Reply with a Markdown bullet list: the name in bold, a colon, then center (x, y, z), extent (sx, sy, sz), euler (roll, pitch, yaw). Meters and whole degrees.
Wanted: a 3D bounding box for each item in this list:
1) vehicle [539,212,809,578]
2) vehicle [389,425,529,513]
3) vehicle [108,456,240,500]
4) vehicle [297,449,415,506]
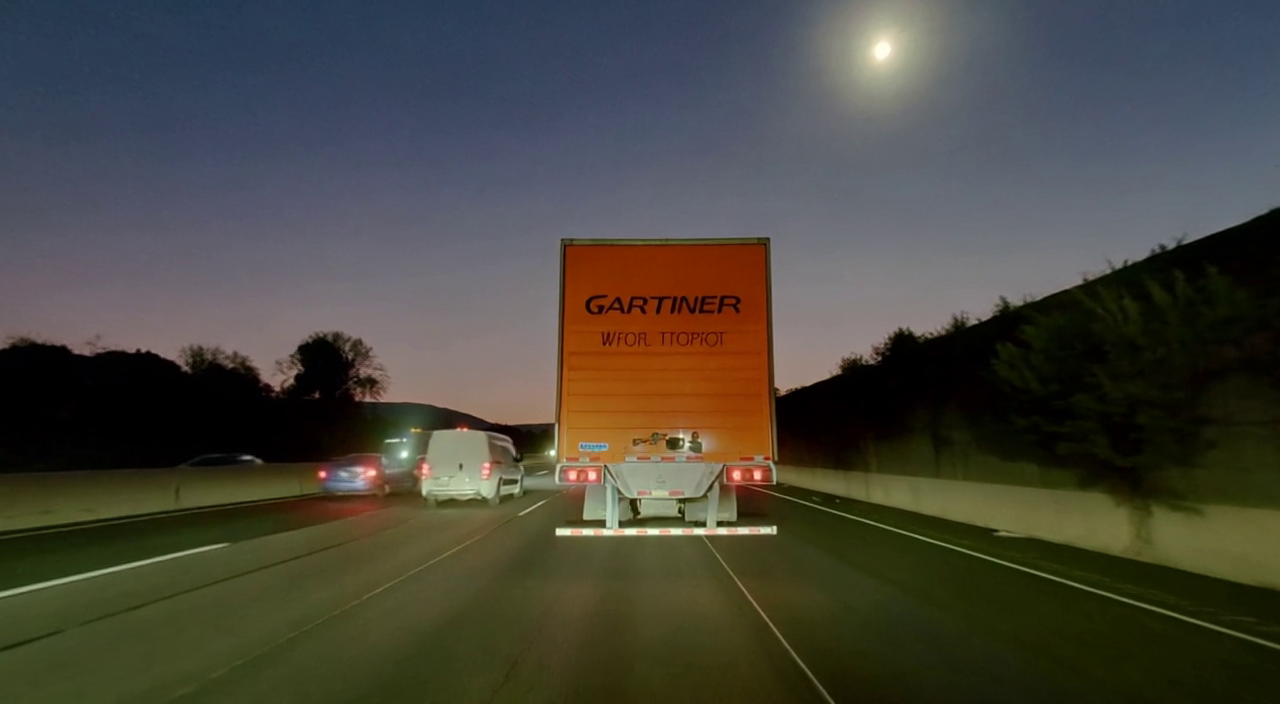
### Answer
- **vehicle**: center (0.461, 1.220, 12.207), extent (2.853, 4.054, 10.557), euler (0, -9, 1)
- **vehicle**: center (-4.631, 3.102, 17.105), extent (2.293, 2.015, 4.915), euler (0, -9, 0)
- **vehicle**: center (-17.673, 4.764, 24.237), extent (1.883, 1.463, 4.199), euler (0, -9, -1)
- **vehicle**: center (-8.201, 3.621, 18.550), extent (1.828, 1.502, 3.385), euler (0, -9, 1)
